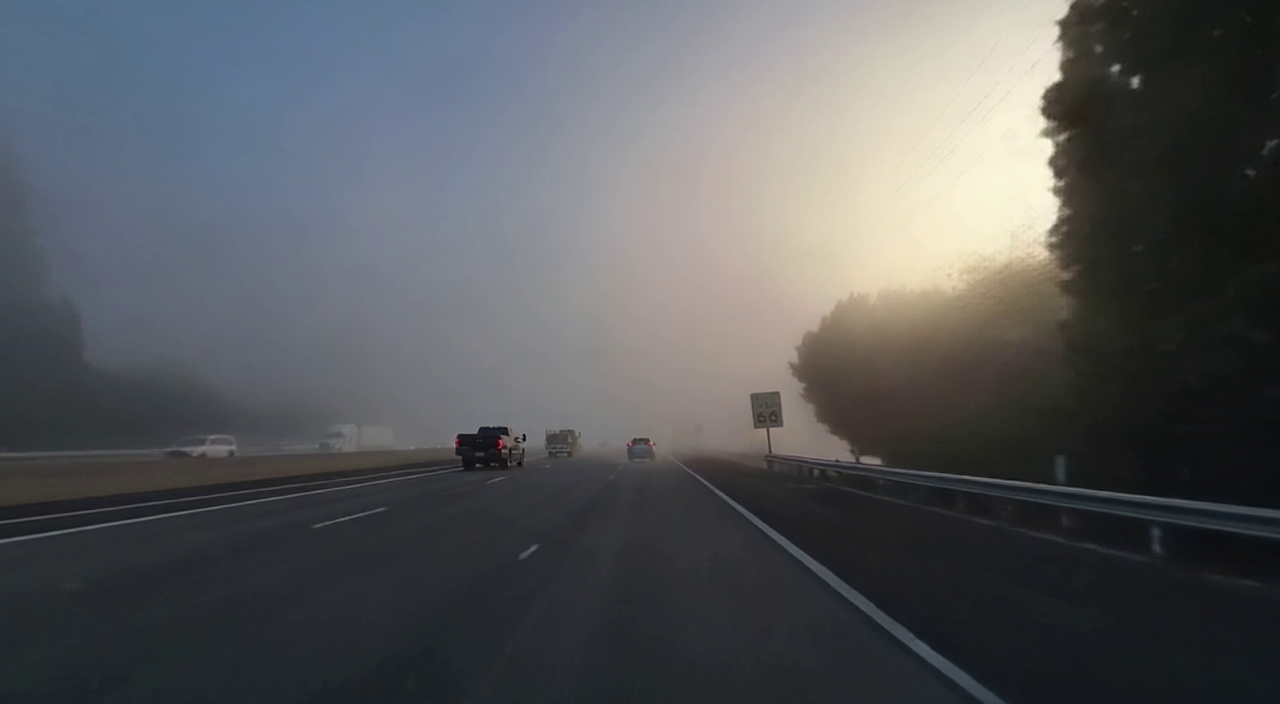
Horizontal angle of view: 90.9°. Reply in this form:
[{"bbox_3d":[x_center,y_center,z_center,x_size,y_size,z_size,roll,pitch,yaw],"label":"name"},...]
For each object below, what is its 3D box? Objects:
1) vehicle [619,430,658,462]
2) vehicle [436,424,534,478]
[{"bbox_3d":[-0.032,6.263,42.136,2.448,2.025,5.193,-1,-8,1],"label":"vehicle"},{"bbox_3d":[-6.335,4.149,26.794,2.460,1.992,6.474,0,-8,0],"label":"vehicle"}]
